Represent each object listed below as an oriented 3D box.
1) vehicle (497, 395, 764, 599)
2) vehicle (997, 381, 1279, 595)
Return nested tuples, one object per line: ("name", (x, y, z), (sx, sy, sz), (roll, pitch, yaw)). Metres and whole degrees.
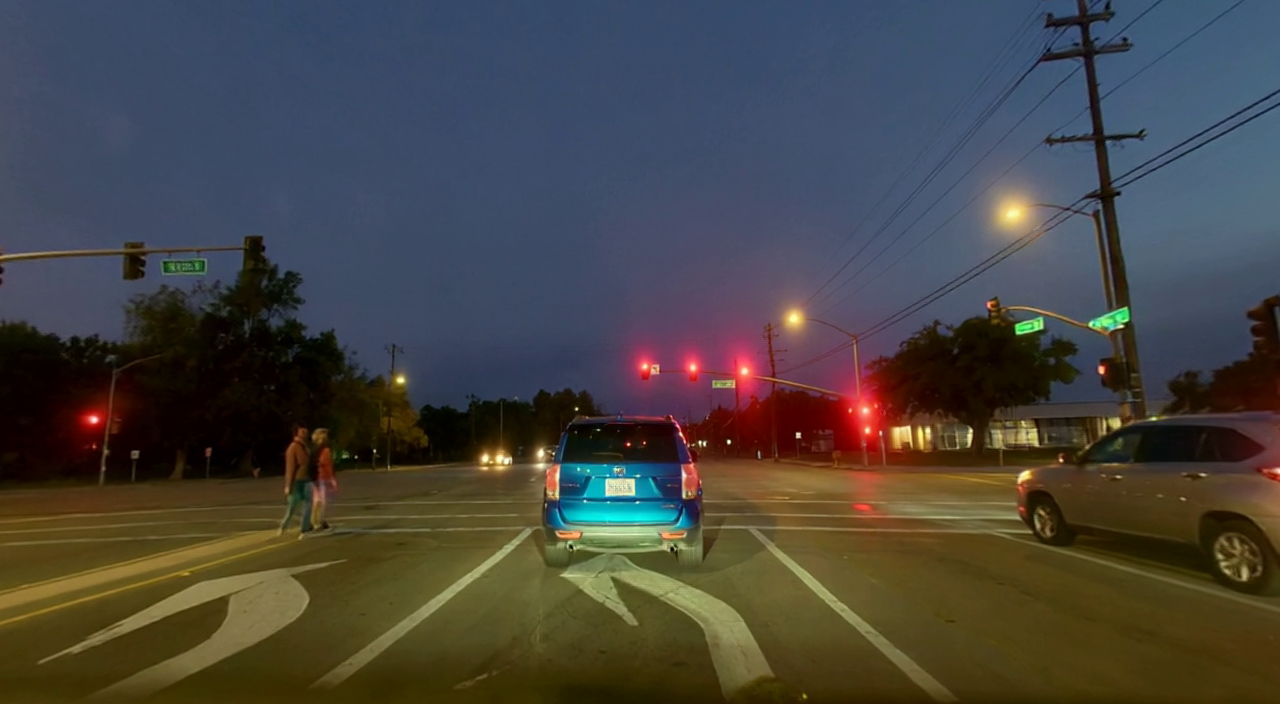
("vehicle", (-0.112, 1.562, 7.632), (2.285, 1.729, 4.252), (0, -9, -1))
("vehicle", (6.575, 1.439, 7.239), (2.119, 1.827, 4.806), (0, -9, 0))
